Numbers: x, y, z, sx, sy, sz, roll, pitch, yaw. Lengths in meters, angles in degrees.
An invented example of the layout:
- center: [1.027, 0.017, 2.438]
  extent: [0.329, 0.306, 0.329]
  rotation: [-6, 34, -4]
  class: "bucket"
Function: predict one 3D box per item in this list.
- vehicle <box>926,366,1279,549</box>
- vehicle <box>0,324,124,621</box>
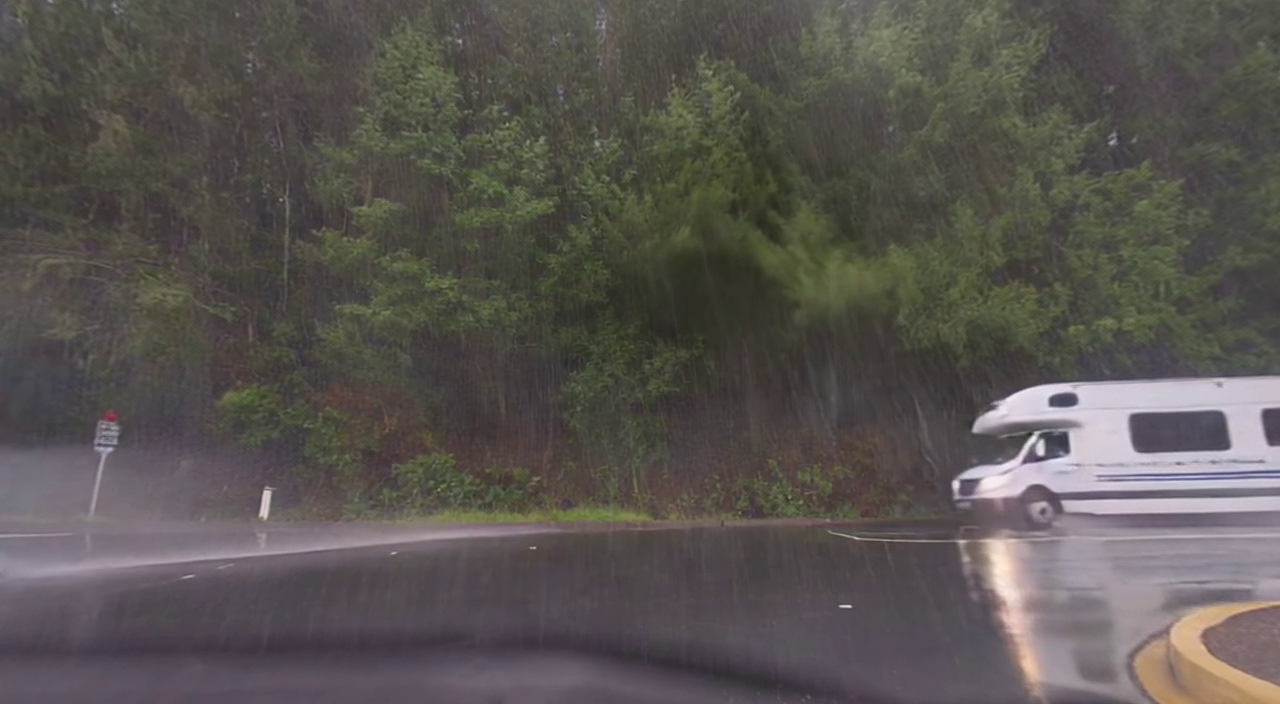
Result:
- center: [10.561, 2.082, 12.753]
  extent: [8.152, 3.185, 2.776]
  rotation: [0, -9, -3]
  class: "vehicle"
- center: [-7.472, 0.792, 3.970]
  extent: [2.247, 2.424, 5.923]
  rotation: [-6, -11, 33]
  class: "vehicle"
